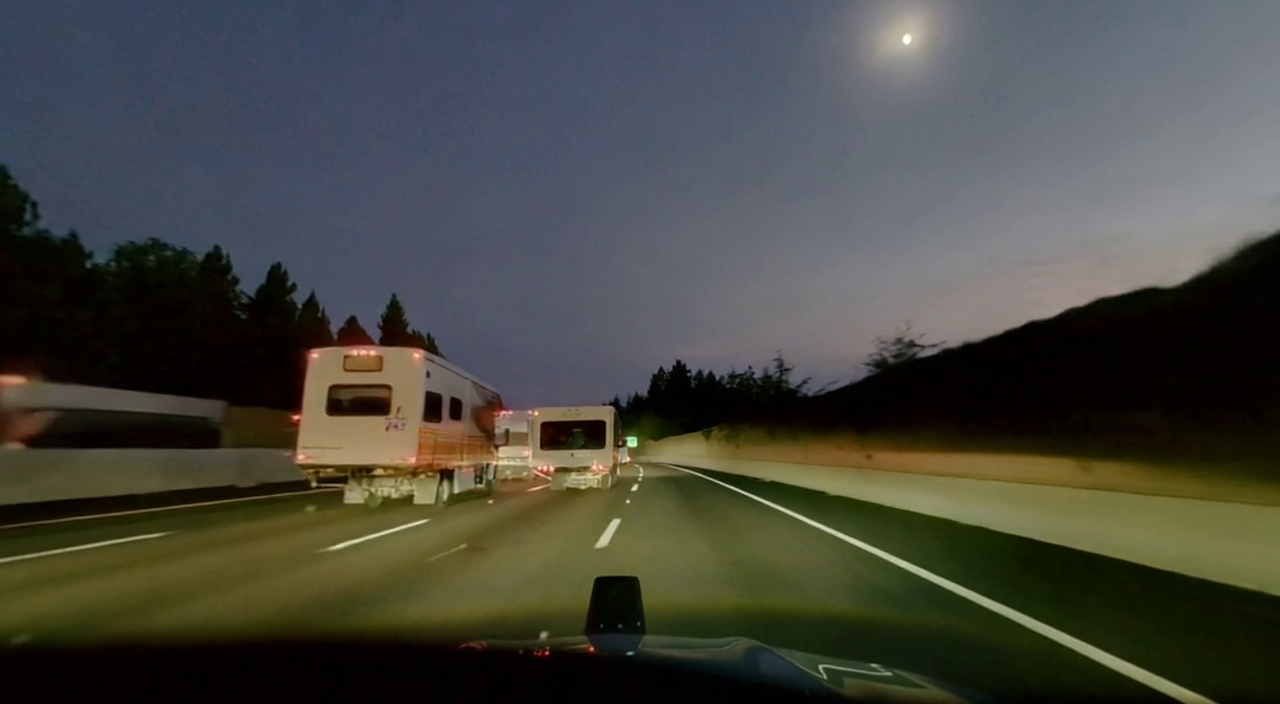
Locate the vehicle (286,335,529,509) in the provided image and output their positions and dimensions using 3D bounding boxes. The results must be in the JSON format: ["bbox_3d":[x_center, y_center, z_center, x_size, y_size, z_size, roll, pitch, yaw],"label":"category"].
[{"bbox_3d":[-6.627,2.673,21.819,2.929,4.010,14.446,0,-9,0],"label":"vehicle"}]

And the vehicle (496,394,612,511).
[{"bbox_3d":[-1.990,2.512,15.938,2.331,2.583,3.743,0,-9,1],"label":"vehicle"}]
